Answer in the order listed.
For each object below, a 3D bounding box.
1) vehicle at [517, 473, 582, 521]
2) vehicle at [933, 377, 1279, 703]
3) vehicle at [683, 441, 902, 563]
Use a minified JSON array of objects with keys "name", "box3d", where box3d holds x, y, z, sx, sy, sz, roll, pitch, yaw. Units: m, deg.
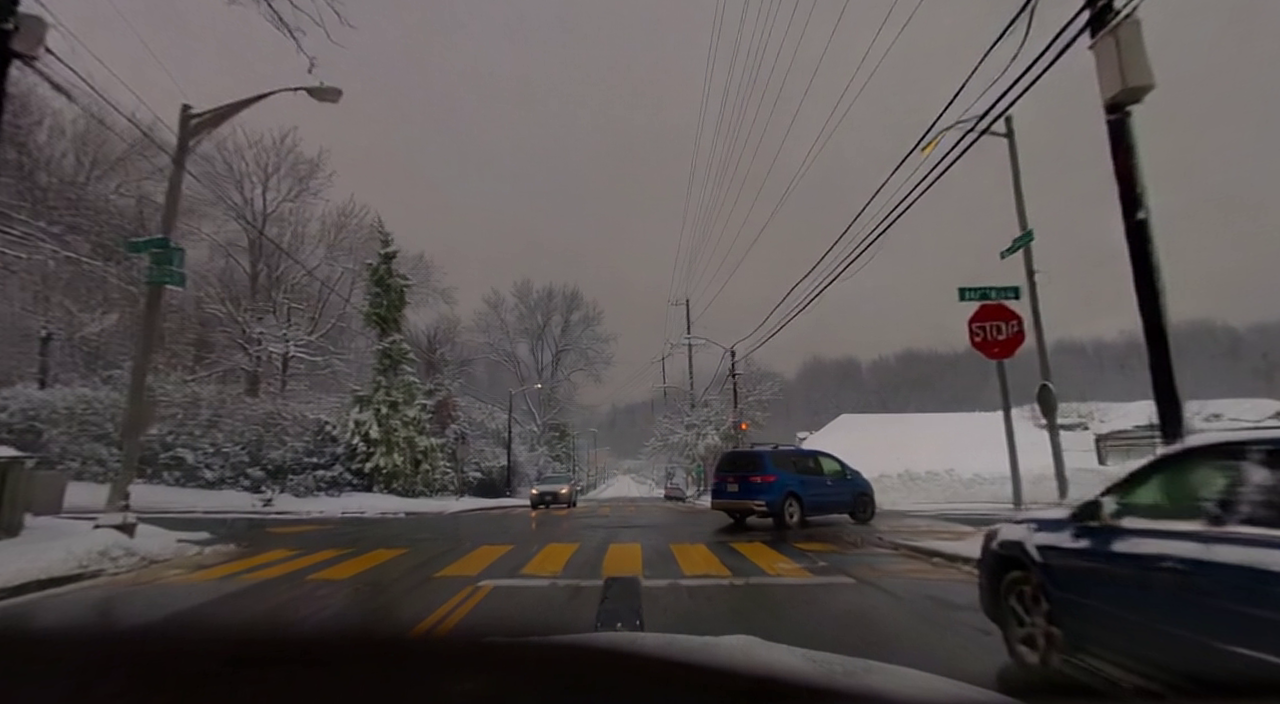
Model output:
[{"name":"vehicle","box3d":[-3.466,5.618,24.816,1.911,1.563,4.057,0,-9,0]},{"name":"vehicle","box3d":[3.269,0.987,2.829,1.933,1.612,3.941,0,-9,-1]},{"name":"vehicle","box3d":[3.109,2.624,12.064,2.214,1.789,4.872,-7,-11,37]}]
